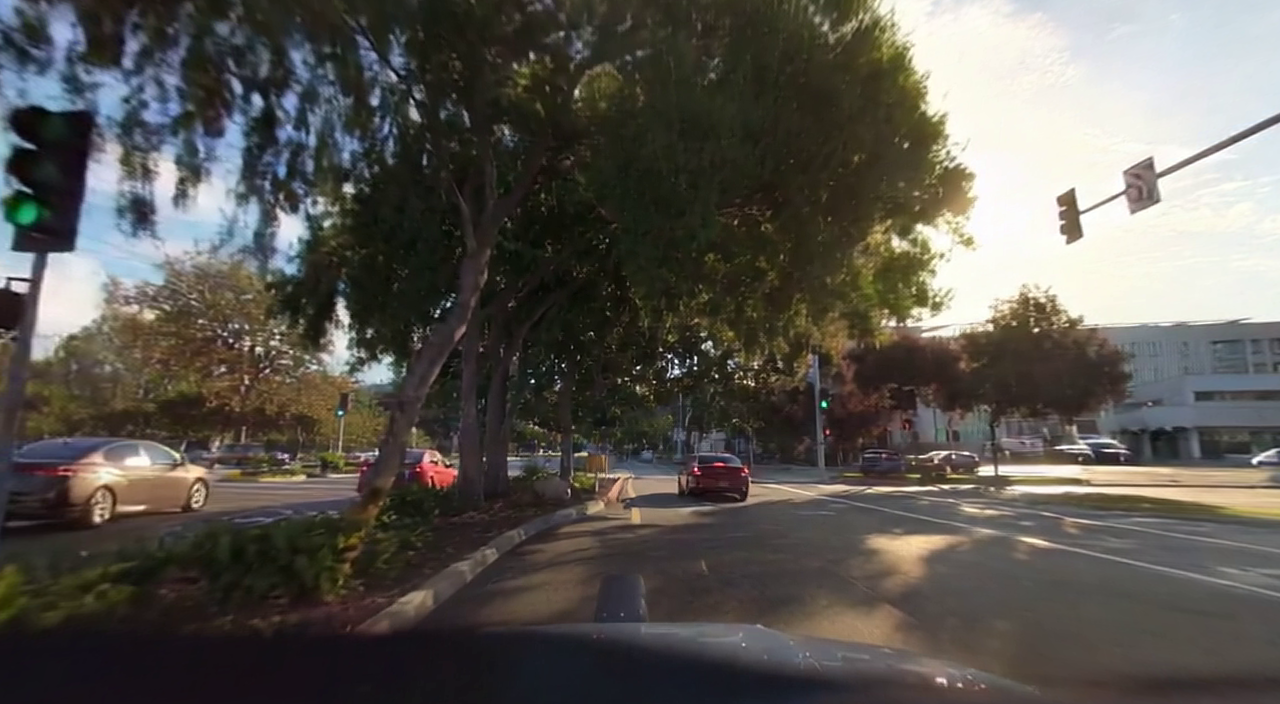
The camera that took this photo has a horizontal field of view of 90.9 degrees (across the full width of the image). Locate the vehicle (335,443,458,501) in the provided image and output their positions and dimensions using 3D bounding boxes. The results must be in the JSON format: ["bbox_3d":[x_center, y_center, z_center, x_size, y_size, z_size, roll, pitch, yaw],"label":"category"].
[{"bbox_3d":[-7.020,3.475,18.745,1.995,1.470,4.556,0,-8,-2],"label":"vehicle"}]

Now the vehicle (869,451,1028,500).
[{"bbox_3d":[10.576,4.199,21.710,4.703,1.492,1.930,2,-9,-14],"label":"vehicle"}]

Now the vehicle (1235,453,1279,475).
[{"bbox_3d":[43.795,7.687,43.425,1.723,1.431,3.880,0,-8,-1],"label":"vehicle"}]

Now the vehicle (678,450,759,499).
[{"bbox_3d":[2.586,4.171,21.942,1.940,1.487,4.562,0,-8,-4],"label":"vehicle"}]

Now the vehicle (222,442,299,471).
[{"bbox_3d":[-23.364,6.425,39.044,2.018,1.687,4.453,0,-8,-1],"label":"vehicle"}]

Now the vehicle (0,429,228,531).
[{"bbox_3d":[-10.185,2.253,11.748,1.979,1.494,4.693,0,-8,-2],"label":"vehicle"}]
